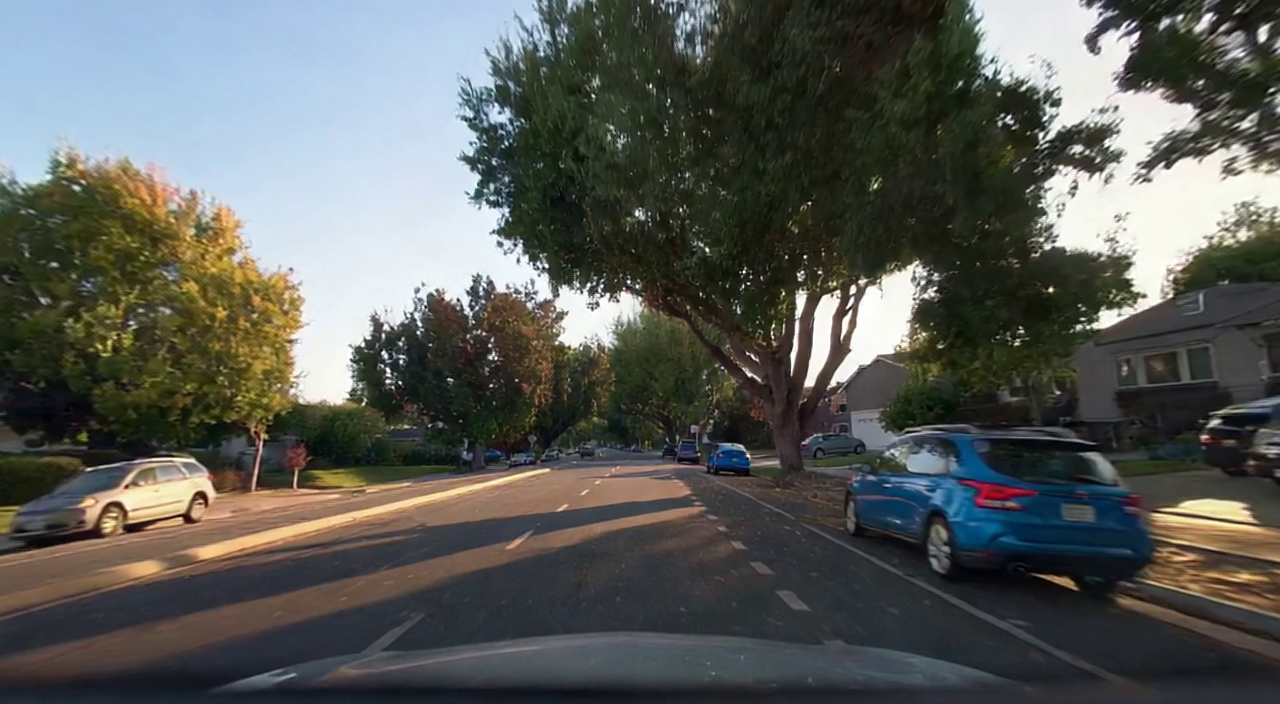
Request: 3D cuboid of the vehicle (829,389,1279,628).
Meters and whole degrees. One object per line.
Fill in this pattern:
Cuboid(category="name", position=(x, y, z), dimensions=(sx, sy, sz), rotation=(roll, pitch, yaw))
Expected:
Cuboid(category="vehicle", position=(4.024, 1.565, 7.341), dimensions=(2.139, 1.827, 4.791), rotation=(0, -9, 0))

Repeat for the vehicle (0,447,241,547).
Cuboid(category="vehicle", position=(-11.232, 3.018, 13.911), dimensions=(2.077, 1.822, 4.305), rotation=(0, -8, -1))

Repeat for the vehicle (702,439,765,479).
Cuboid(category="vehicle", position=(4.175, 4.885, 29.118), dimensions=(2.173, 1.656, 4.514), rotation=(0, -8, -1))
